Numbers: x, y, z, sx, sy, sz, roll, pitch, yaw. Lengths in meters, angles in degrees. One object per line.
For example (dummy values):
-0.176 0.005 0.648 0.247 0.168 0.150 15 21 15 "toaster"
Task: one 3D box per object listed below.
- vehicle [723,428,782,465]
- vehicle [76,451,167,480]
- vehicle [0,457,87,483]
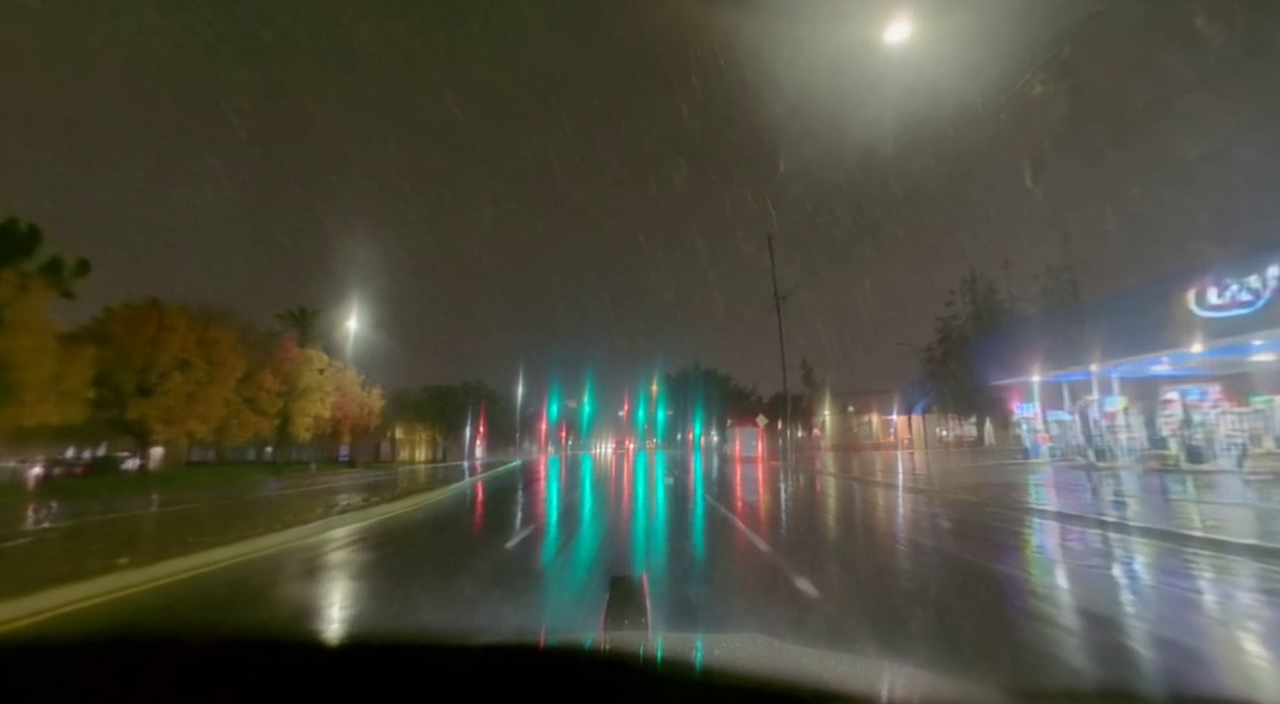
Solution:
7.633 6.524 43.608 2.764 2.327 6.492 0 -8 0 "vehicle"
-36.907 8.052 45.103 2.112 1.854 5.033 0 -8 1 "vehicle"
-42.014 8.297 44.420 1.898 1.619 4.511 0 -8 0 "vehicle"
